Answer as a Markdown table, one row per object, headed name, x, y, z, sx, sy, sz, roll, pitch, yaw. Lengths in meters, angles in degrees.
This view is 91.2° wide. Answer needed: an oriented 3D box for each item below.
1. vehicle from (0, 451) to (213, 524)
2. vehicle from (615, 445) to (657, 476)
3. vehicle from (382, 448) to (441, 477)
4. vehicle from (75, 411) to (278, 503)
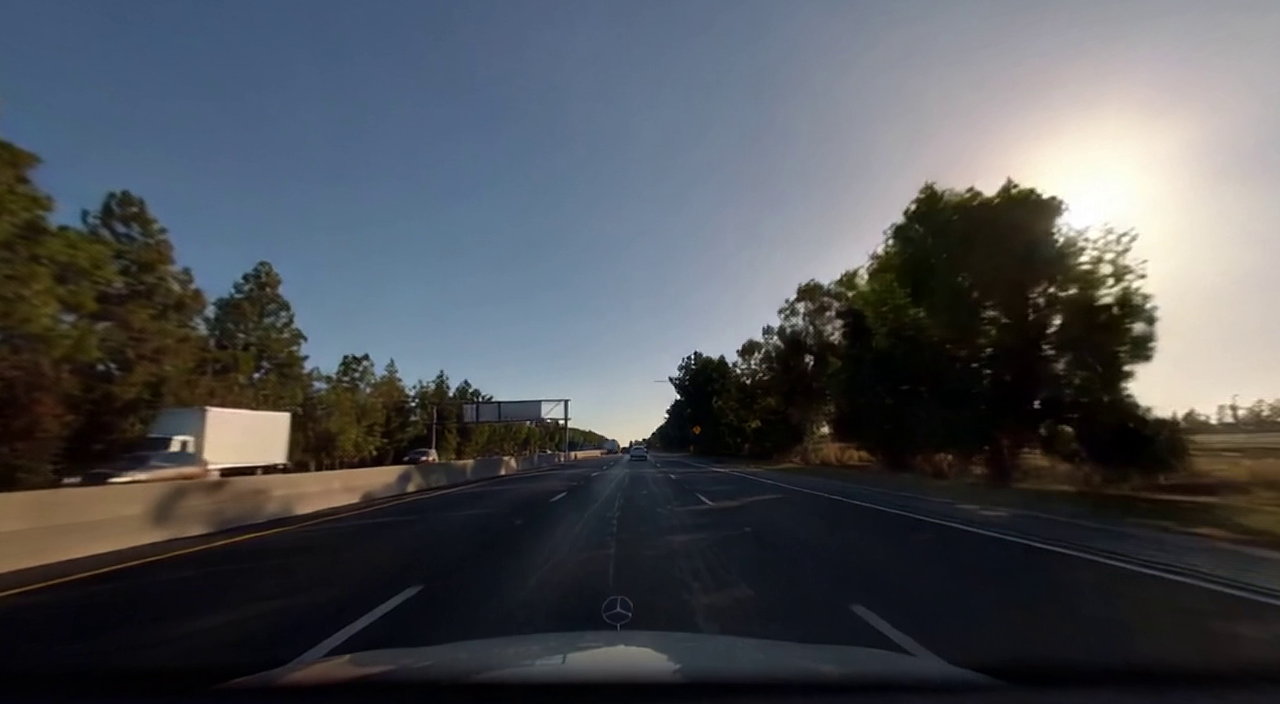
| name | x | y | z | sx | sy | sz | roll | pitch | yaw |
| --- | --- | --- | --- | --- | --- | --- | --- | --- | --- |
| vehicle | -12.757 | 3.191 | 15.313 | 1.903 | 1.495 | 3.908 | 0 | -9 | -1 |
| vehicle | -0.227 | 5.785 | 33.612 | 2.095 | 1.537 | 4.017 | 0 | -9 | -1 |
| vehicle | -13.919 | 6.725 | 38.482 | 1.999 | 1.634 | 4.232 | 0 | -9 | 0 |
| vehicle | -17.209 | 3.972 | 23.992 | 2.645 | 3.018 | 6.446 | -1 | -9 | 1 |
